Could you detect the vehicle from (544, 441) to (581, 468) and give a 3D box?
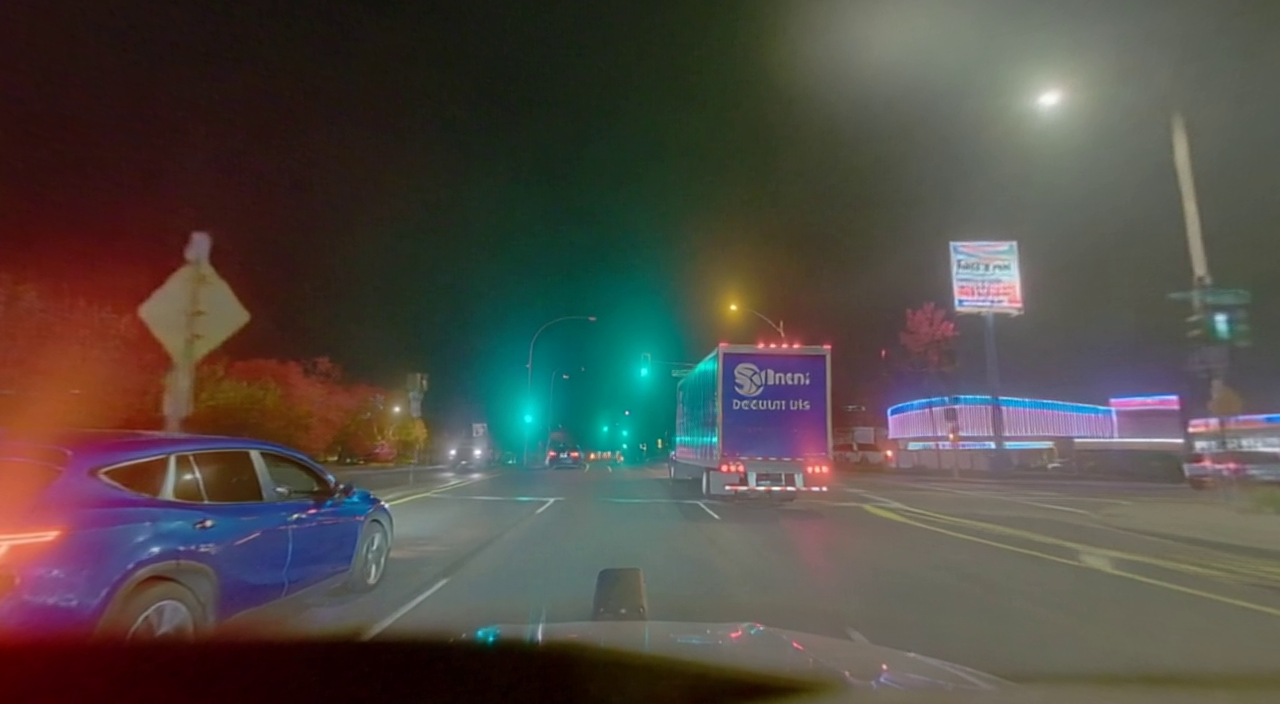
[{"bbox_3d":[-5.415,7.229,44.511,2.388,1.811,4.455,1,-9,-4],"label":"vehicle"}]

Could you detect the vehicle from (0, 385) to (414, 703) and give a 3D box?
[{"bbox_3d":[-3.243,1.154,4.076,1.828,1.515,4.422,0,-9,1],"label":"vehicle"}]

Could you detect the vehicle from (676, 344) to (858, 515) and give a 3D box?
[{"bbox_3d":[2.970,2.275,17.758,2.905,3.644,8.441,0,-9,-3],"label":"vehicle"}]

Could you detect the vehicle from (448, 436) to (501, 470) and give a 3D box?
[{"bbox_3d":[-9.701,5.986,37.259,2.374,1.863,4.751,1,-9,-7],"label":"vehicle"}]

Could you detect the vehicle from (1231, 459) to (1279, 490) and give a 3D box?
[{"bbox_3d":[47.157,9.033,46.499,5.091,2.041,2.327,2,-9,-15],"label":"vehicle"}]
